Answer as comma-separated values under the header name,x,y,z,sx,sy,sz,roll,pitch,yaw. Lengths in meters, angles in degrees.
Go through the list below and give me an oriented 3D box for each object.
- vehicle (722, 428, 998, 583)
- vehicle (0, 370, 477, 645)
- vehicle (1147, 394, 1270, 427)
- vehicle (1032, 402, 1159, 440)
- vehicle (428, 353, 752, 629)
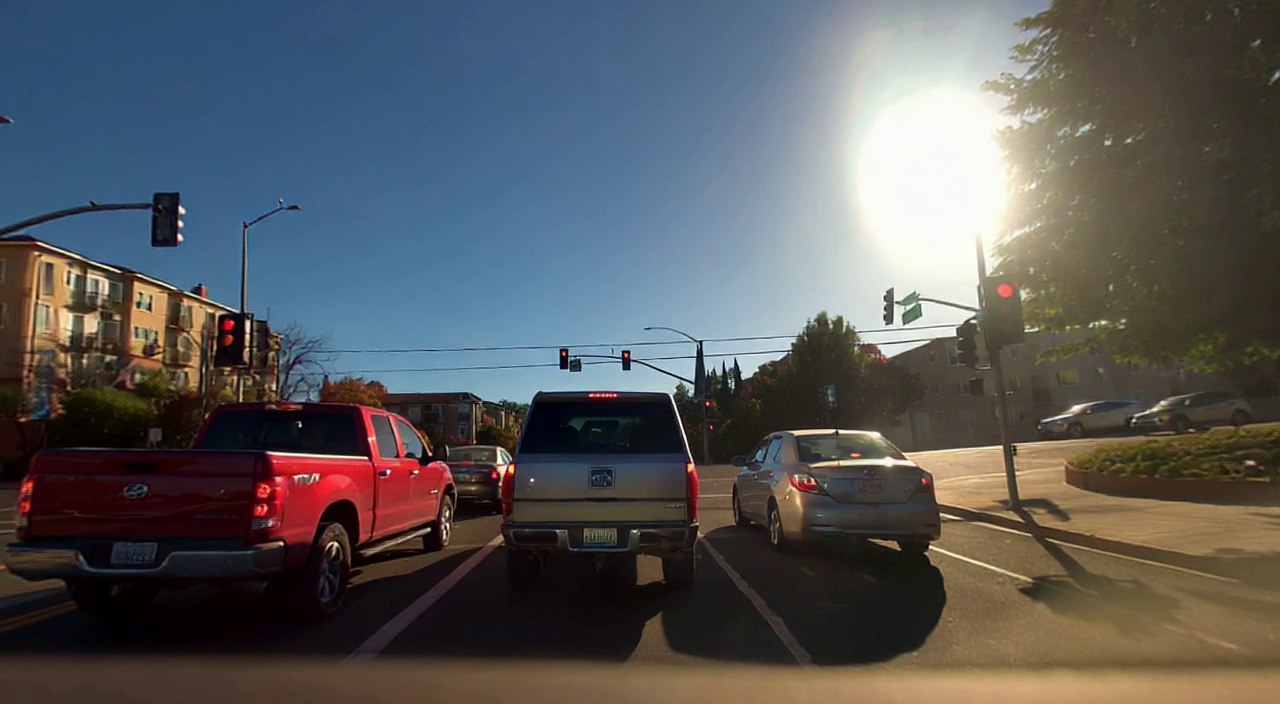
name,x,y,z,sx,sy,sz,roll,pitch,yaw
vehicle,2.410,1.809,8.329,2.016,1.481,4.336,0,-9,-1
vehicle,-3.460,1.419,6.889,2.146,1.828,5.148,0,-9,-2
vehicle,29.310,3.047,32.666,4.540,1.543,1.803,0,-9,1
vehicle,23.314,3.585,32.482,4.721,1.866,2.188,0,-9,2
vehicle,-0.374,1.311,6.788,2.282,1.964,4.421,0,-9,-1
